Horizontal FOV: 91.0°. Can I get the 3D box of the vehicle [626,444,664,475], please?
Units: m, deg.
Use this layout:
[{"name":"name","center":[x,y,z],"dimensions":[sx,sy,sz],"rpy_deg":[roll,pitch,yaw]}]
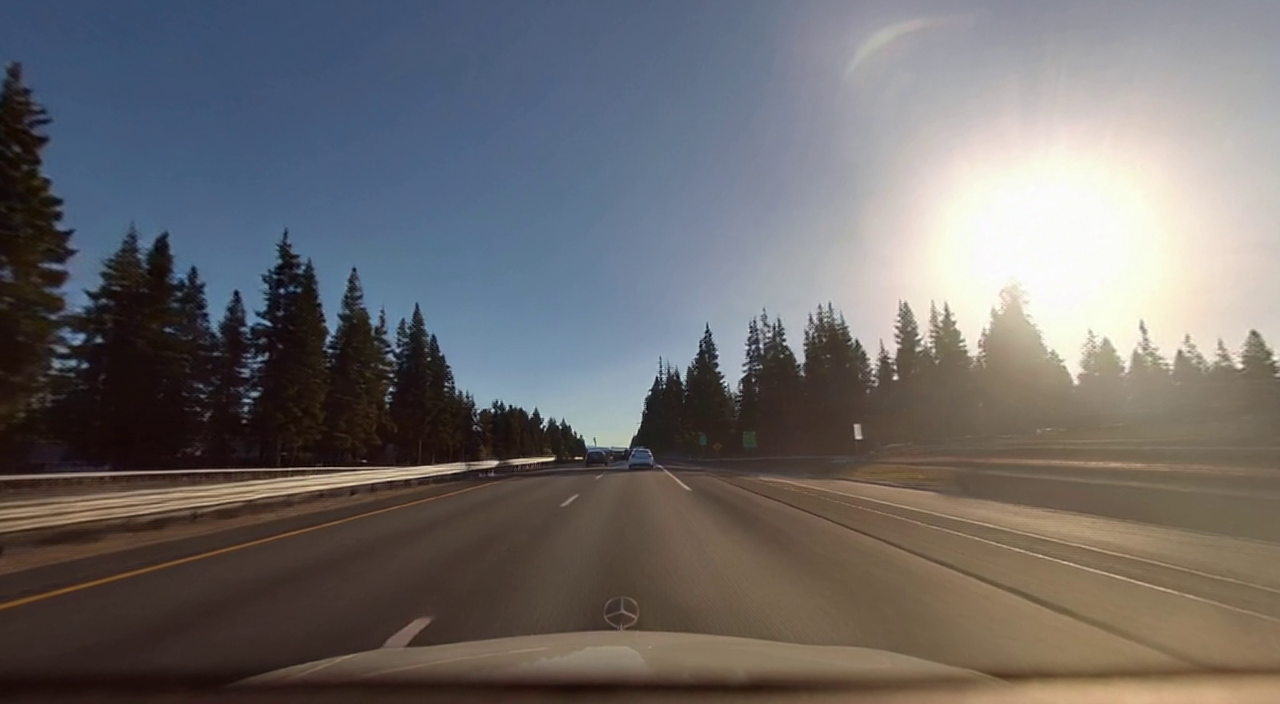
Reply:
[{"name":"vehicle","center":[0.280,6.363,37.418],"dimensions":[2.130,1.684,3.826],"rpy_deg":[0,-9,0]}]
